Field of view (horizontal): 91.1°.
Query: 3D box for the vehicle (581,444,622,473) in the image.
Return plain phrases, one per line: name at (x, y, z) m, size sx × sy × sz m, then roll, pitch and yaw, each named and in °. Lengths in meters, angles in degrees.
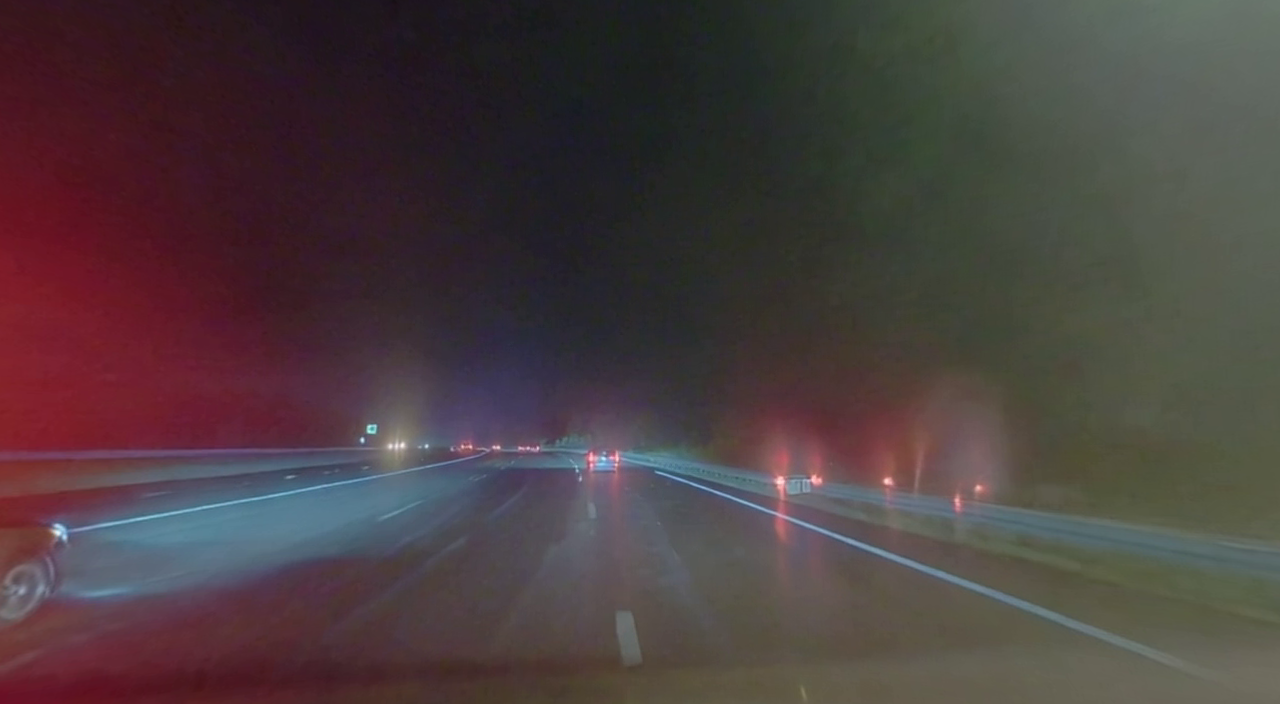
vehicle at (-2.190, 5.844, 34.813) m, size 2.140 × 1.455 × 4.135 m, roll 0°, pitch -9°, yaw -5°
